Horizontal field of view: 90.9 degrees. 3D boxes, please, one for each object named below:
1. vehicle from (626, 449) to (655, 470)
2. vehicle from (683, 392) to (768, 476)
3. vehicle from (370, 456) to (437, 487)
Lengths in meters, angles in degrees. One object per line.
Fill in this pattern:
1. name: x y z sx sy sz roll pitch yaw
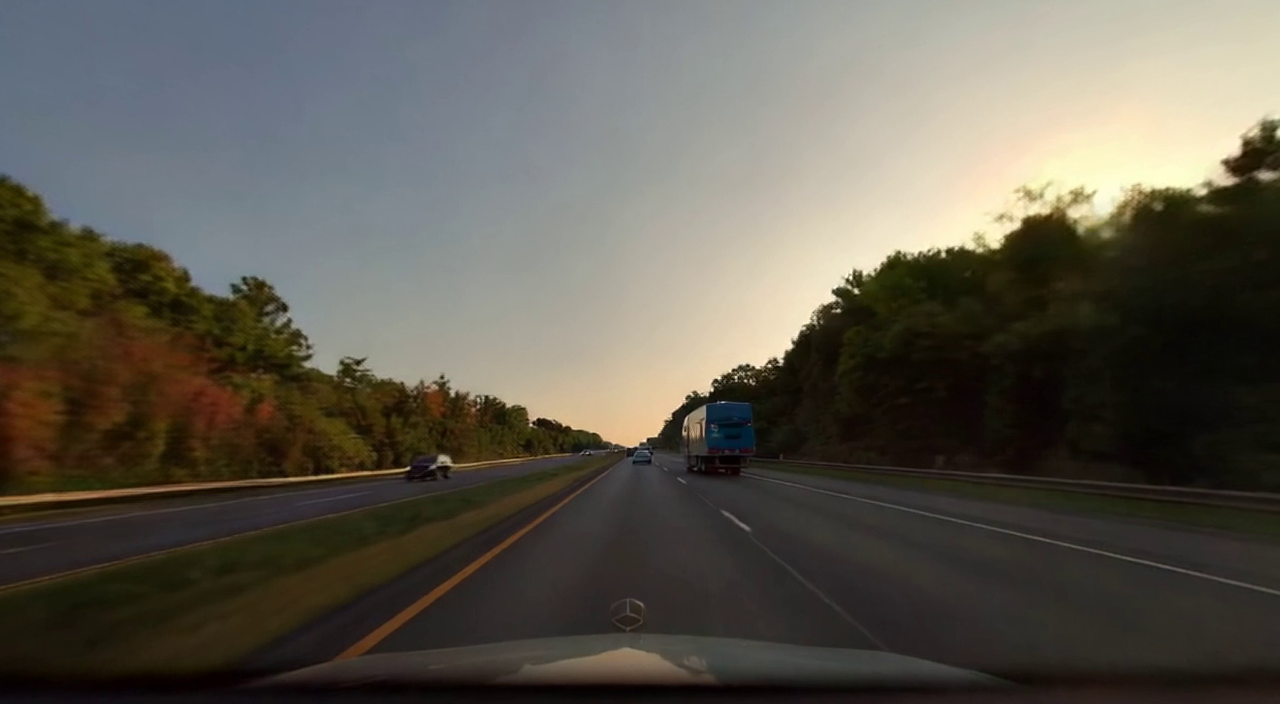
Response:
1. vehicle: 0.000 7.335 43.059 1.926 1.386 3.615 0 -9 -1
2. vehicle: 4.675 5.133 38.114 2.939 4.129 14.300 0 -9 -1
3. vehicle: -12.598 6.387 33.888 1.897 1.476 4.243 0 -9 0
